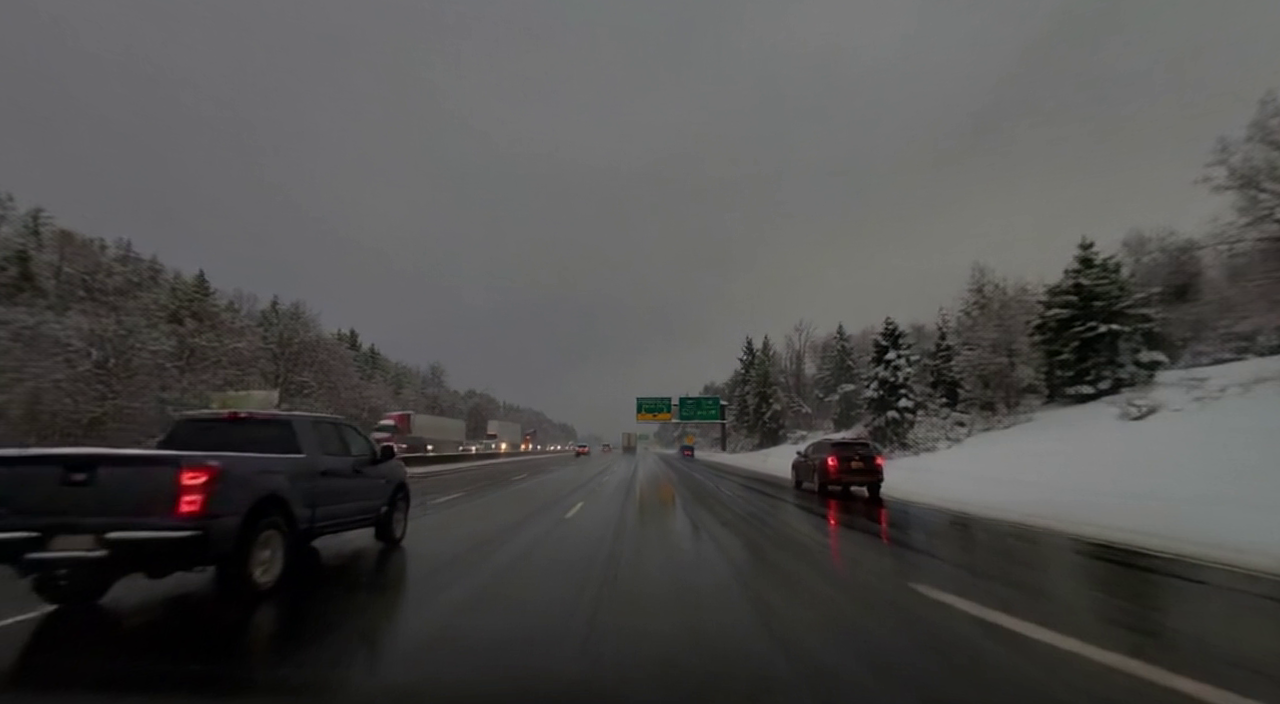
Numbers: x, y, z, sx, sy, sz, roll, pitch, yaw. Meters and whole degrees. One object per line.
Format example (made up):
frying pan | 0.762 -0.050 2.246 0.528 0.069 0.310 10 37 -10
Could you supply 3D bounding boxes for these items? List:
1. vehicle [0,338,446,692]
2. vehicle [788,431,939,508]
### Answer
vehicle | -3.850 1.274 6.099 2.220 1.928 5.176 0 -9 1
vehicle | 5.617 3.012 16.534 2.080 1.725 4.252 1 -9 -5
